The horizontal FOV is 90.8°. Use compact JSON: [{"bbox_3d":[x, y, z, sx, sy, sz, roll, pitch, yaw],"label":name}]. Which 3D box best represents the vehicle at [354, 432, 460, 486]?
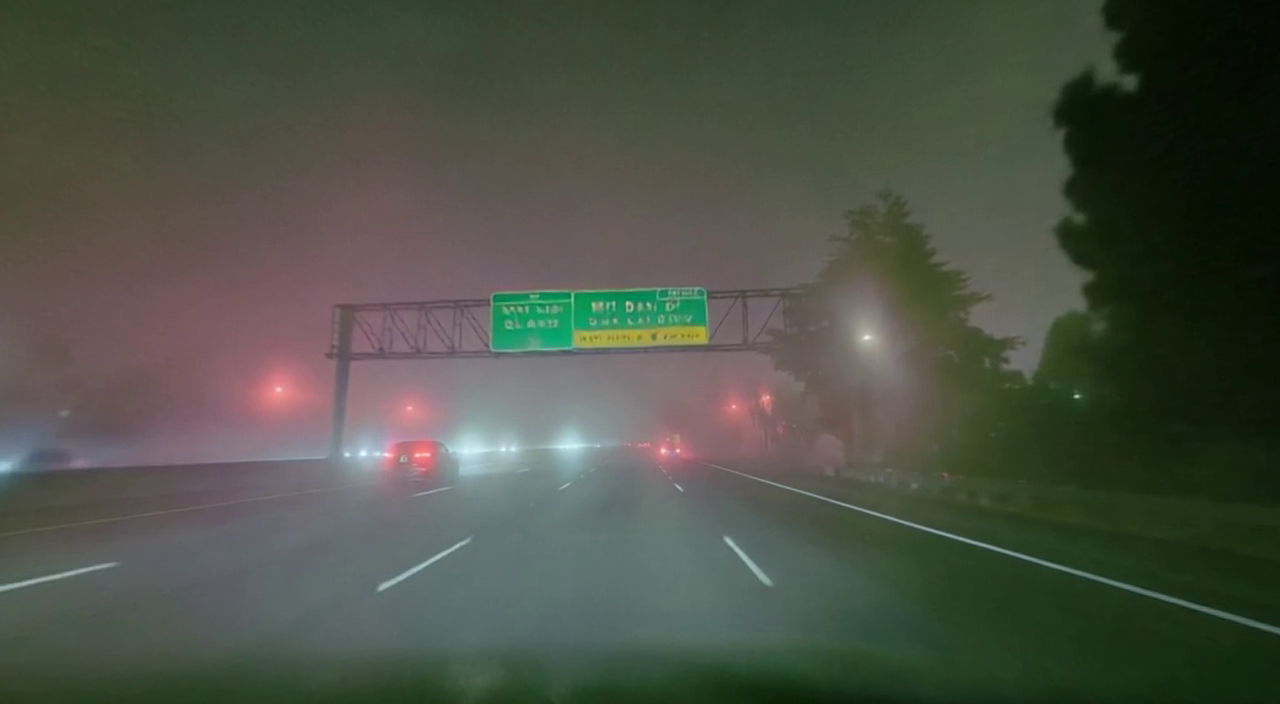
[{"bbox_3d":[-8.048,3.736,22.349,2.089,1.724,4.327,0,-8,0],"label":"vehicle"}]
